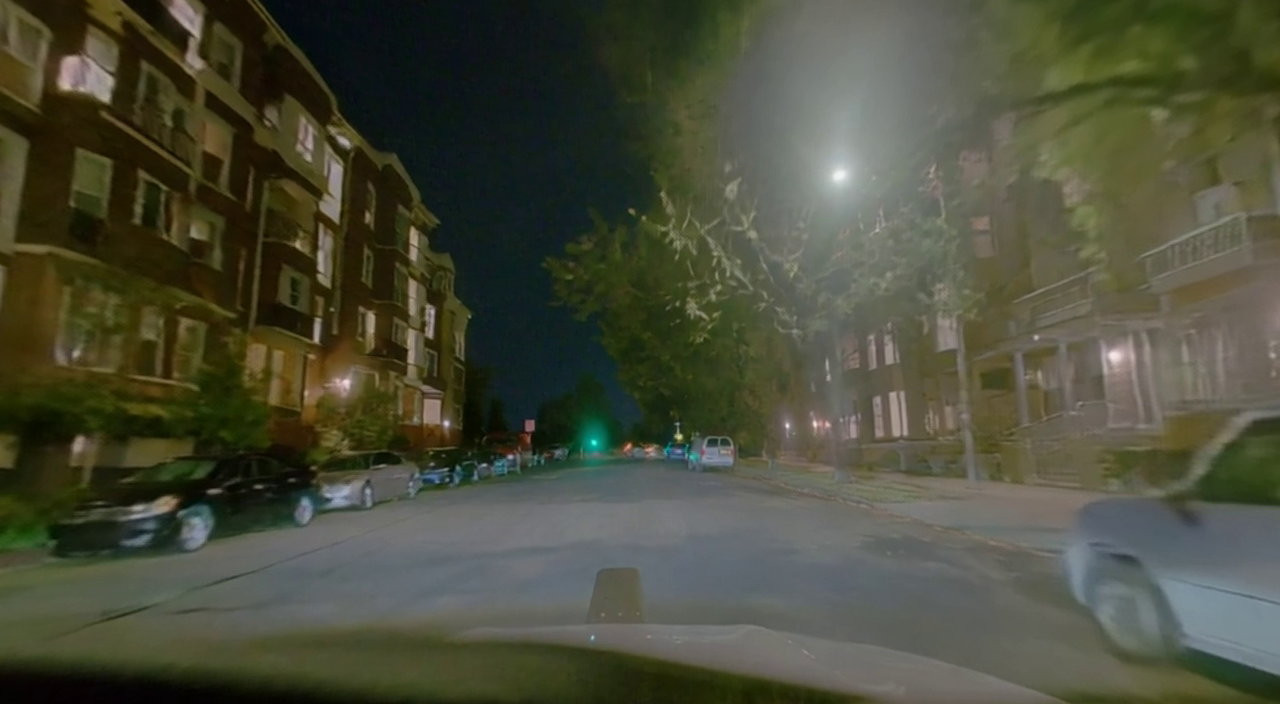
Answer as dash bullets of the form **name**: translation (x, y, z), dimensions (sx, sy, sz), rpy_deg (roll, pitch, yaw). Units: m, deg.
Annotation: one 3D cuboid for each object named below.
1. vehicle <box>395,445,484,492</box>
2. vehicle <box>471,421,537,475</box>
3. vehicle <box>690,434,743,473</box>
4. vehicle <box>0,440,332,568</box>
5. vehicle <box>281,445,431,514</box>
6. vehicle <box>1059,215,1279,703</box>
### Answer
- **vehicle**: translation (-7.129, 4.157, 22.796), dimensions (1.832, 1.483, 4.140), rpy_deg (-1, -9, 0)
- **vehicle**: translation (-7.343, 5.339, 34.711), dimensions (2.341, 2.674, 5.753), rpy_deg (-1, -10, 0)
- **vehicle**: translation (4.111, 5.581, 34.676), dimensions (2.216, 1.955, 4.970), rpy_deg (0, -9, -1)
- **vehicle**: translation (-7.068, 2.256, 10.097), dimensions (2.003, 1.501, 4.779), rpy_deg (-1, -9, -2)
- **vehicle**: translation (-7.048, 3.189, 16.232), dimensions (1.845, 1.475, 4.495), rpy_deg (-1, -9, -1)
- **vehicle**: translation (3.992, 0.658, 3.109), dimensions (2.158, 2.478, 2.078), rpy_deg (0, -9, -3)
